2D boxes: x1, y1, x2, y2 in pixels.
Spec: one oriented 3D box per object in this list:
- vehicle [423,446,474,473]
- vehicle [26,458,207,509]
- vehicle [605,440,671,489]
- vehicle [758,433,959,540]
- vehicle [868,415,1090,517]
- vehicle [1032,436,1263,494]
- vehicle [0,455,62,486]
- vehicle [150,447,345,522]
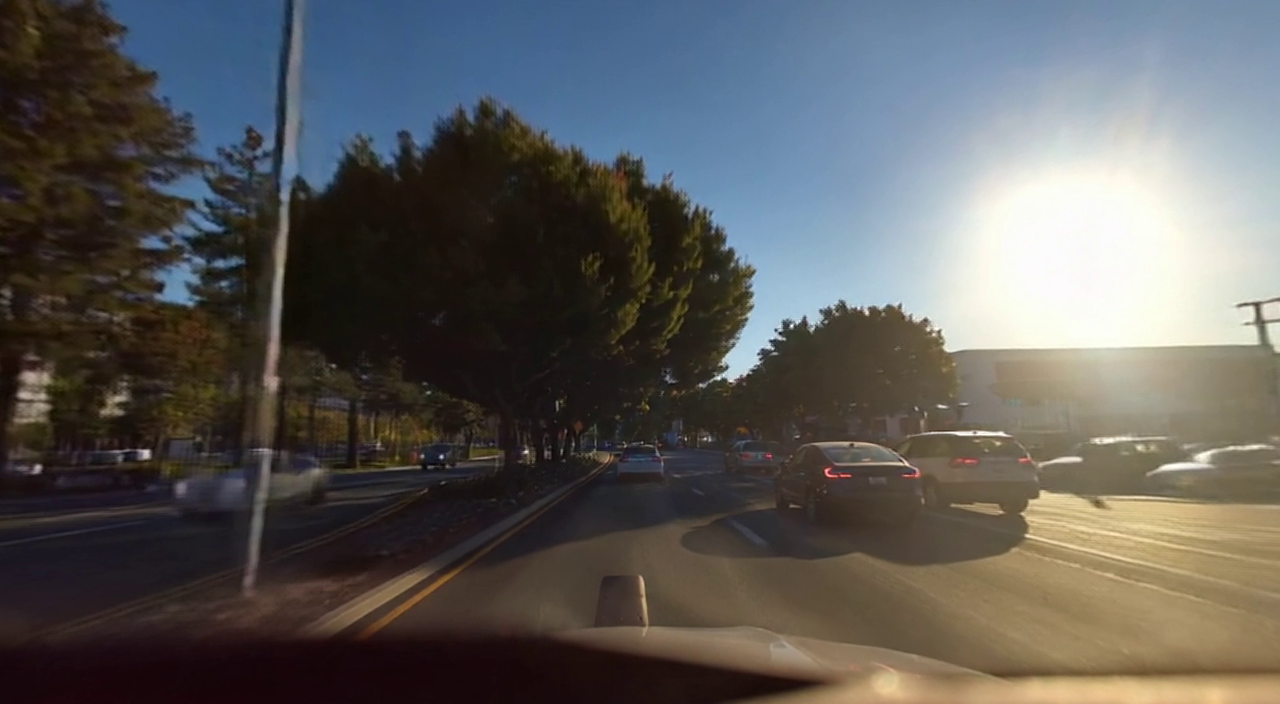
[{"bbox_3d":[-12.559,7.054,41.738,1.954,1.689,4.443,0,-9,0],"label":"vehicle"},{"bbox_3d":[-17.556,4.400,21.603,1.961,1.462,4.741,-1,-9,3],"label":"vehicle"},{"bbox_3d":[-0.081,3.708,21.127,1.994,1.479,3.647,0,-9,-1],"label":"vehicle"},{"bbox_3d":[3.438,2.188,10.941,1.858,1.466,4.230,0,-9,-1],"label":"vehicle"},{"bbox_3d":[6.927,2.398,13.691,2.134,1.810,4.590,0,-9,-2],"label":"vehicle"},{"bbox_3d":[13.852,3.111,17.631,4.512,1.466,1.949,-3,-9,18],"label":"vehicle"},{"bbox_3d":[-34.568,6.439,34.137,2.222,1.536,4.849,-2,-9,-2],"label":"vehicle"},{"bbox_3d":[-8.957,3.014,14.960,1.895,1.503,4.237,0,-9,0],"label":"vehicle"}]
